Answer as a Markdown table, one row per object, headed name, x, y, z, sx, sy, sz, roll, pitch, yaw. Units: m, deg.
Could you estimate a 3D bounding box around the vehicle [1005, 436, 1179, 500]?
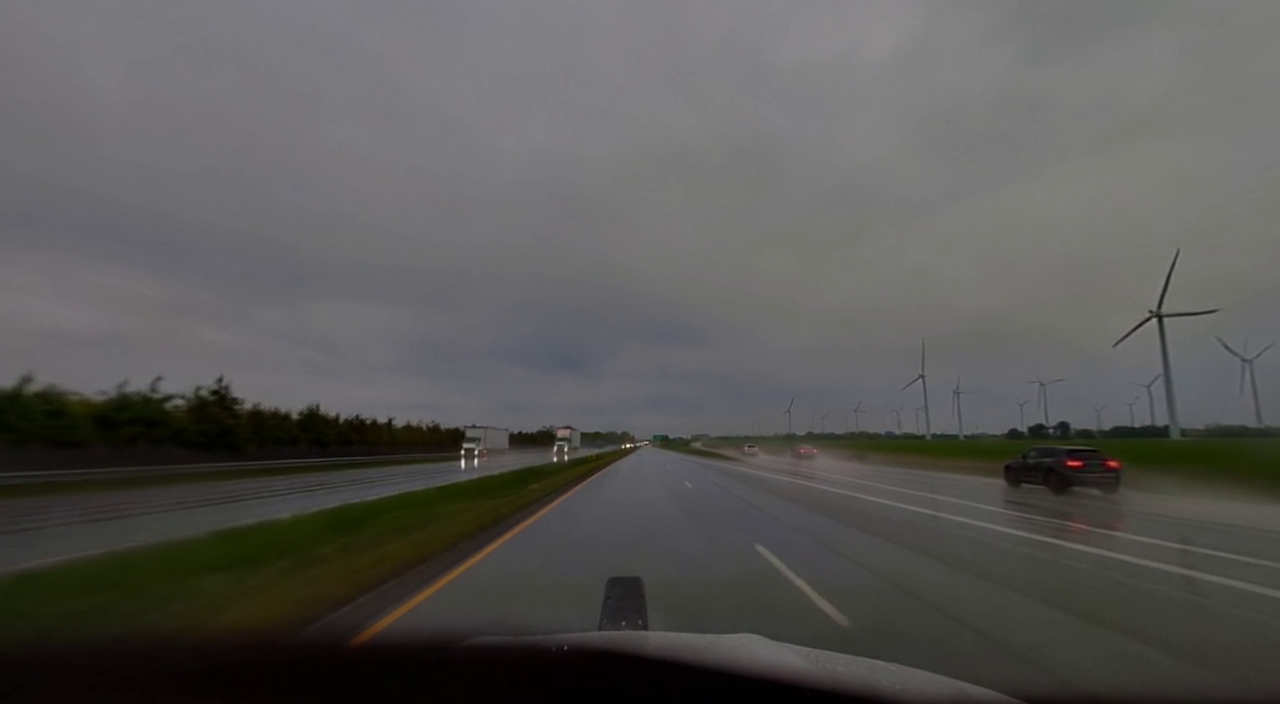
| name | x | y | z | sx | sy | sz | roll | pitch | yaw |
| --- | --- | --- | --- | --- | --- | --- | --- | --- | --- |
| vehicle | 13.568 | 3.492 | 19.396 | 1.897 | 1.669 | 4.825 | 0 | -9 | 2 |
